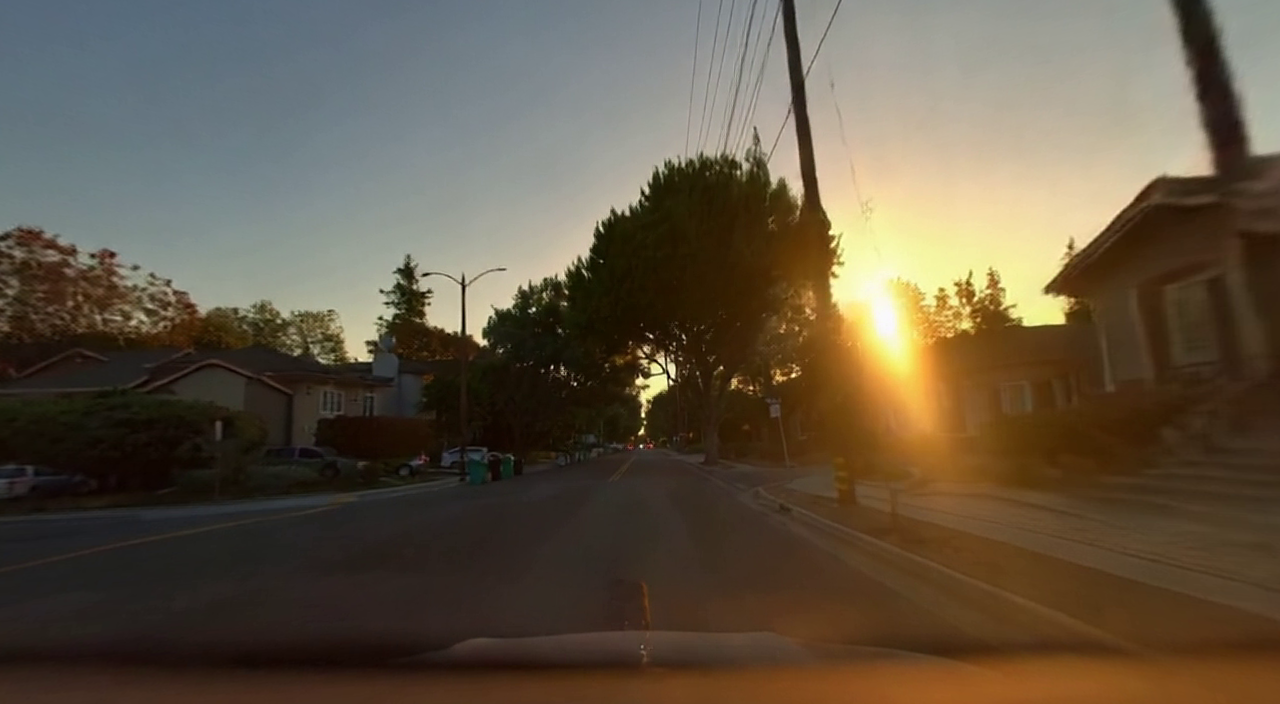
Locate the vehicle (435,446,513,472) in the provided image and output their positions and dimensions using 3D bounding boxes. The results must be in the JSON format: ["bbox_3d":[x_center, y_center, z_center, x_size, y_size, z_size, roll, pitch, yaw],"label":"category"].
[{"bbox_3d":[-10.113,6.466,38.404,4.293,1.484,1.981,3,-9,-22],"label":"vehicle"}]
